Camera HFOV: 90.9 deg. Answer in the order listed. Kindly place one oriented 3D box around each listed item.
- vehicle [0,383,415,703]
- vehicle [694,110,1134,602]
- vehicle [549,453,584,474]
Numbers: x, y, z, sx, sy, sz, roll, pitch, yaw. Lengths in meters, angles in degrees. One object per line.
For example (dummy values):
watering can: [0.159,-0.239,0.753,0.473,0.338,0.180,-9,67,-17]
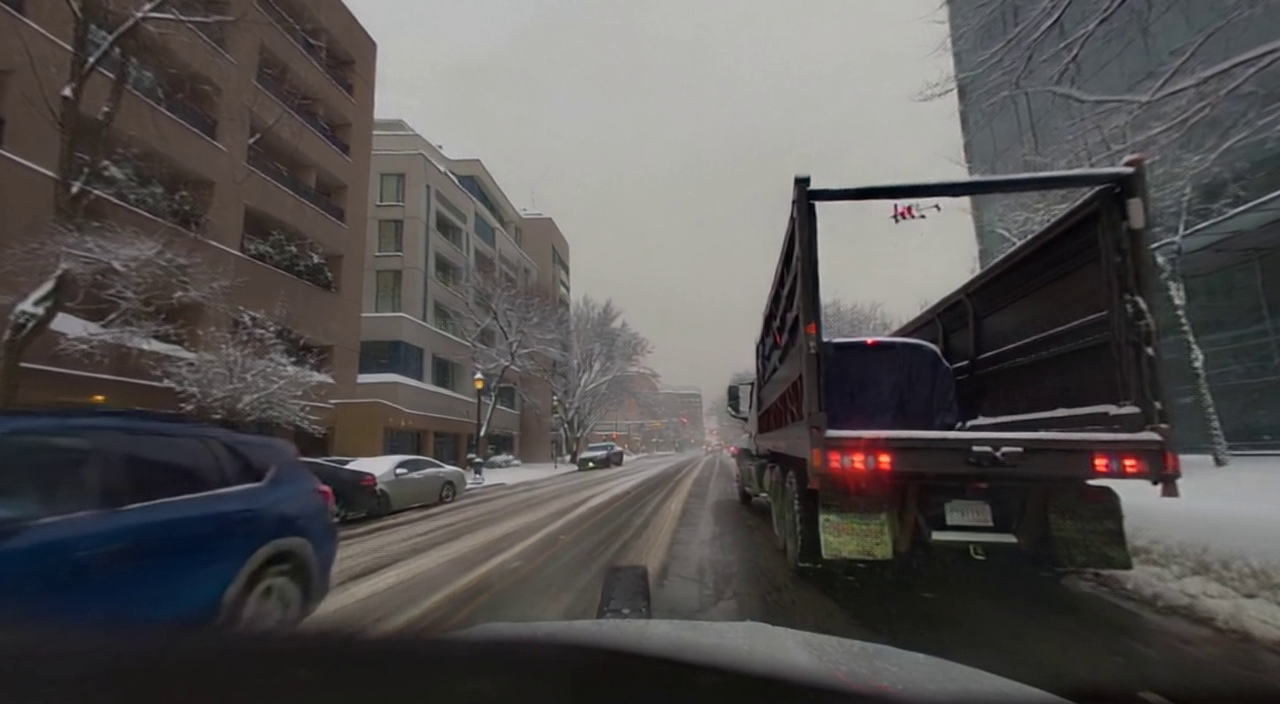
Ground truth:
vehicle: [-3.291,1.077,3.212,2.311,1.631,4.510,-1,-8,5]
vehicle: [2.821,0.768,10.987,3.320,4.034,11.553,-1,-8,7]
vehicle: [-5.649,8.639,49.086,1.798,1.459,4.306,-1,-8,6]
